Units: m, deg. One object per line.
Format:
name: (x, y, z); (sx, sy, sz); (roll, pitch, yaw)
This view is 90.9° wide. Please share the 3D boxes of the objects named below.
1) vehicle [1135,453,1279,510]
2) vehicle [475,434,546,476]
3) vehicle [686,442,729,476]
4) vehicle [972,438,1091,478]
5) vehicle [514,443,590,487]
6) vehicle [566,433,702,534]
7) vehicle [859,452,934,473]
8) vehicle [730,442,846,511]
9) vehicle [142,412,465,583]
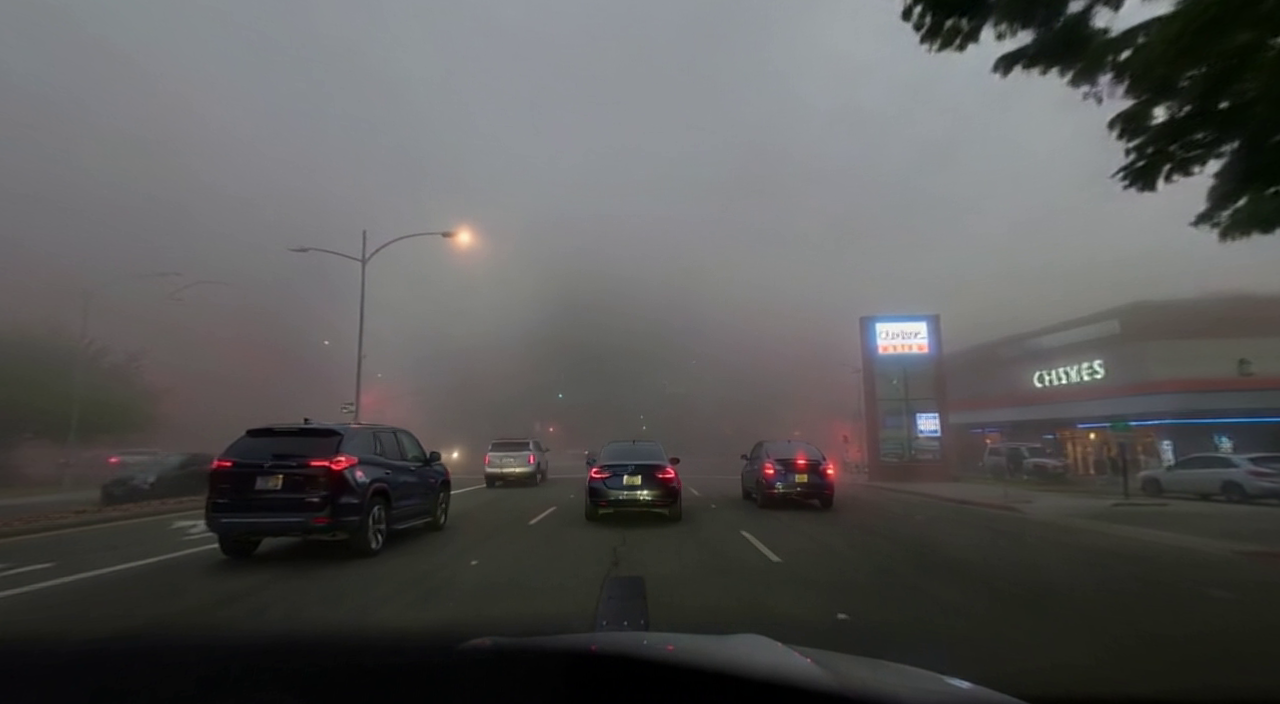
vehicle: (17.268, 3.707, 18.523); (1.860, 1.408, 4.631); (0, -8, 4)
vehicle: (-6.764, 5.475, 33.704); (2.321, 2.013, 5.640); (0, -8, 3)
vehicle: (3.556, 5.697, 33.808); (1.848, 1.665, 3.747); (0, -8, 0)
vehicle: (17.934, 4.840, 29.070); (1.907, 1.669, 4.147); (5, -10, -28)
vehicle: (-3.198, 4.212, 23.802); (2.126, 1.490, 4.265); (0, -8, 2)
vehicle: (-0.096, 2.368, 11.973); (2.121, 1.563, 4.031); (0, -8, 0)
vehicle: (19.217, 8.317, 47.437); (4.795, 1.457, 1.986); (0, -8, 4)
vehicle: (3.538, 3.041, 15.920); (1.979, 1.485, 4.207); (0, -8, 1)
vehicle: (-3.930, 1.750, 8.354); (1.983, 1.685, 3.997); (0, -8, 1)
